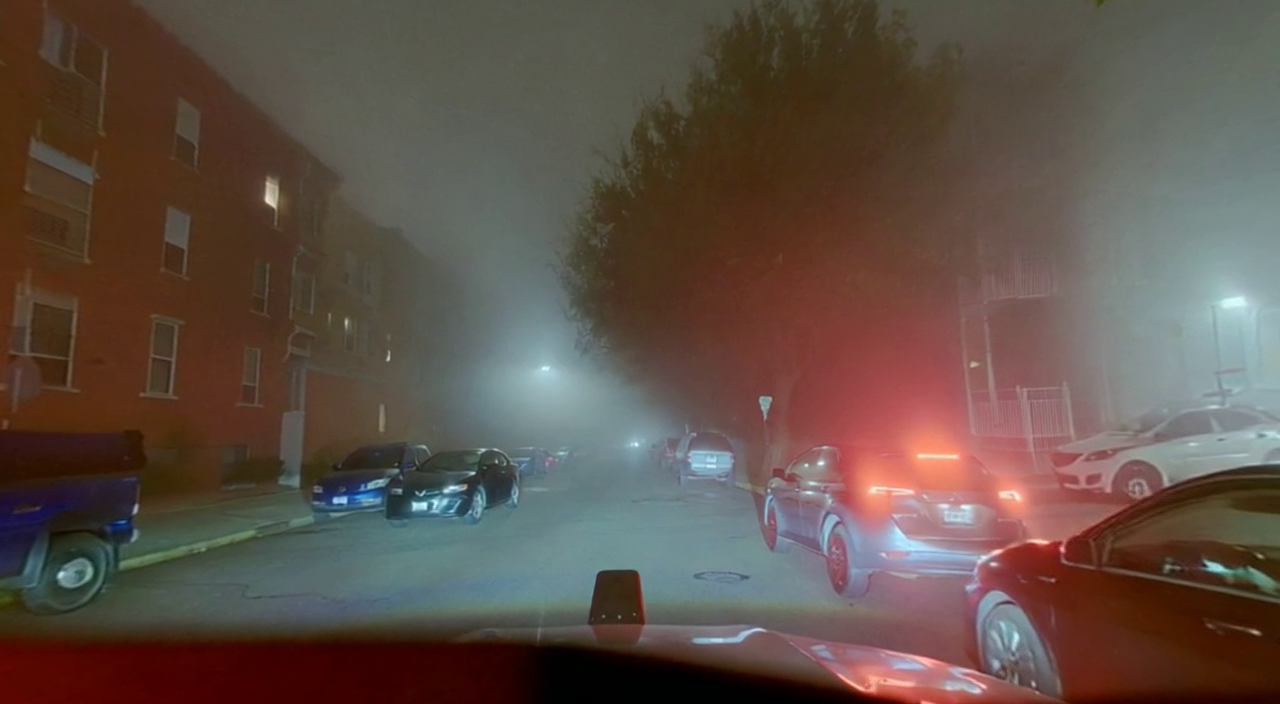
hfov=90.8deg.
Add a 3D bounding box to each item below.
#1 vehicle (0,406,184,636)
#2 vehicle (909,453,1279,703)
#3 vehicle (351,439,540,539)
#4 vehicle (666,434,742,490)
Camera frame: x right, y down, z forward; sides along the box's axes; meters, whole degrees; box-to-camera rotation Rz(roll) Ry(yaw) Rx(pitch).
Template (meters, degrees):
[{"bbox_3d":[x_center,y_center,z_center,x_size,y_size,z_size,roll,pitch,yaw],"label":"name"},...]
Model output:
[{"bbox_3d":[-6.429,1.337,4.317,2.308,1.877,6.060,-4,-8,-2],"label":"vehicle"},{"bbox_3d":[2.488,0.940,1.487,1.720,1.333,4.233,0,-8,-2],"label":"vehicle"},{"bbox_3d":[-3.364,2.437,12.011,1.966,1.515,4.394,-1,-8,3],"label":"vehicle"},{"bbox_3d":[1.991,3.587,20.946,1.878,1.664,4.033,0,-8,-3],"label":"vehicle"}]
